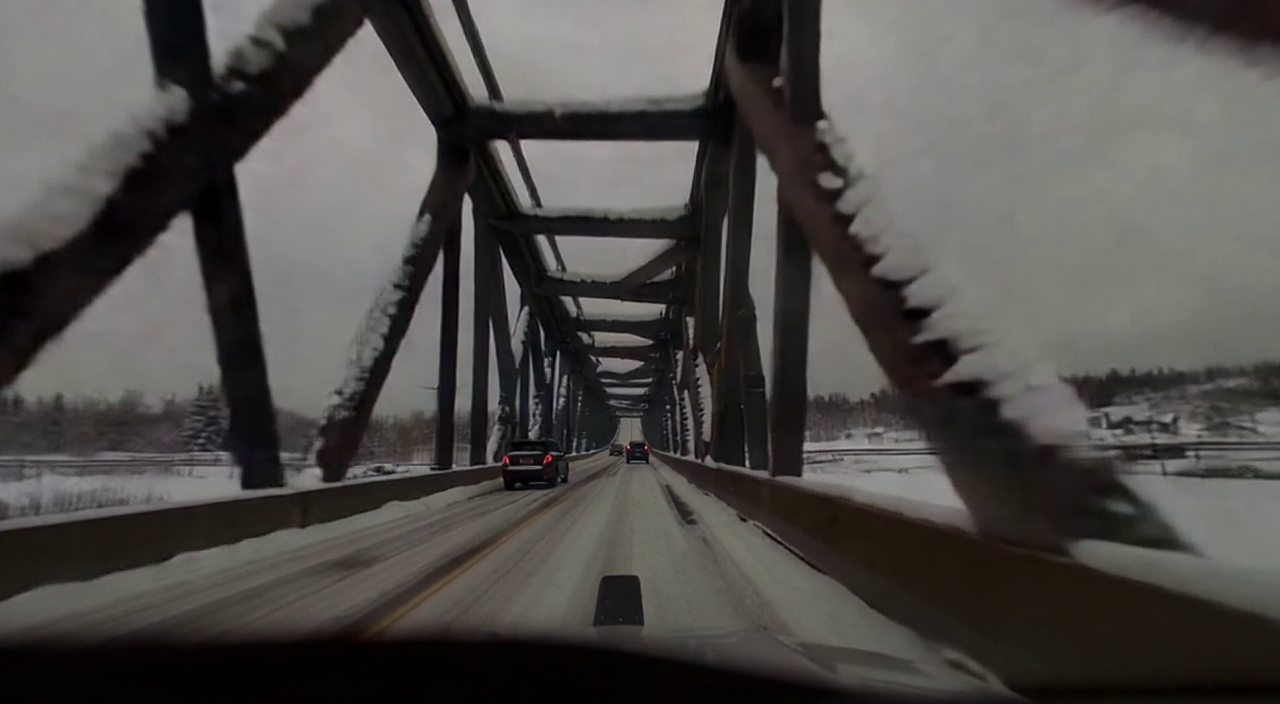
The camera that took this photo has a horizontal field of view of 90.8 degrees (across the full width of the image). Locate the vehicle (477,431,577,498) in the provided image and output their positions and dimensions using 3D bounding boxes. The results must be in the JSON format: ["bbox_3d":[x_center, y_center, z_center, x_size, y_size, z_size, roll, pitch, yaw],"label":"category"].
[{"bbox_3d":[-3.350,3.461,19.820,2.190,1.807,4.741,0,-9,1],"label":"vehicle"}]

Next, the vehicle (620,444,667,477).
[{"bbox_3d":[0.153,5.140,30.110,2.048,1.450,3.973,0,-9,0],"label":"vehicle"}]
